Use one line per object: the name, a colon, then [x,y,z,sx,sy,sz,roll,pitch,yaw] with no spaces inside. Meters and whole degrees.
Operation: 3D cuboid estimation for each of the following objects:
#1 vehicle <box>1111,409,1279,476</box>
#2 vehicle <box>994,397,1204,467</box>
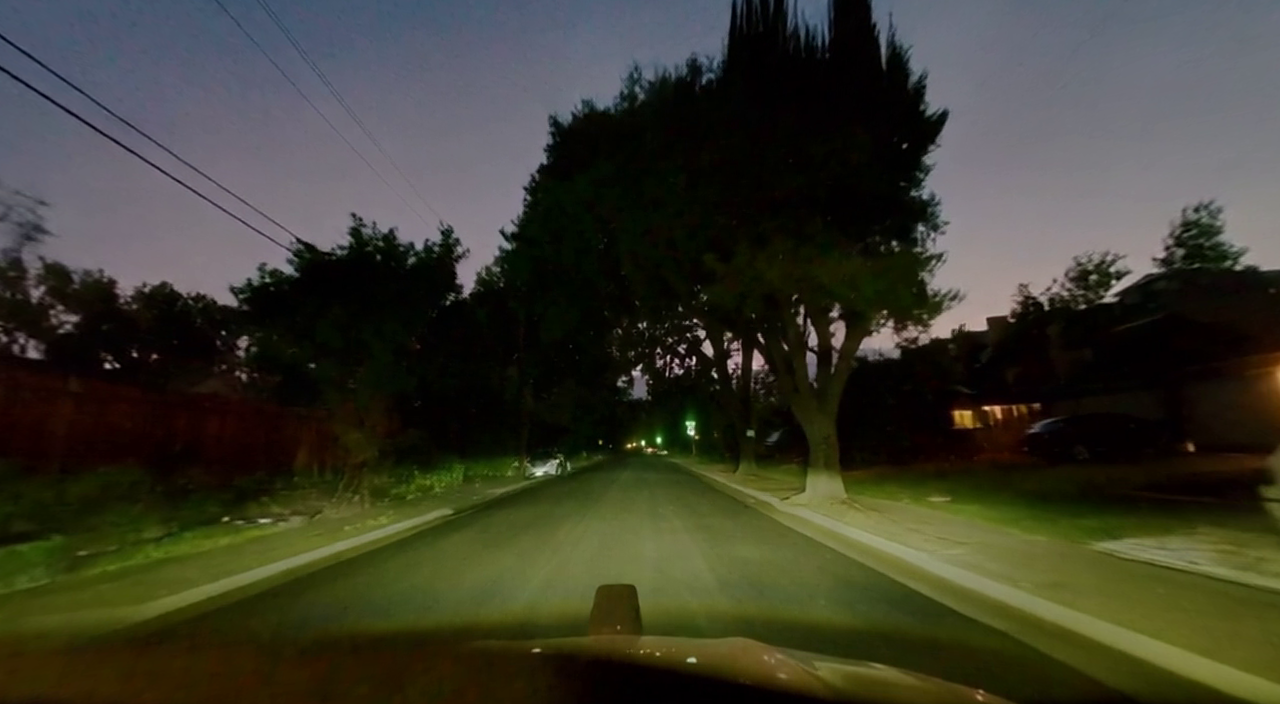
vehicle: [14.930,2.306,16.253,4.045,1.570,1.864,-1,-7,1]
vehicle: [14.169,2.508,19.743,4.833,1.843,2.094,-2,-8,-1]
